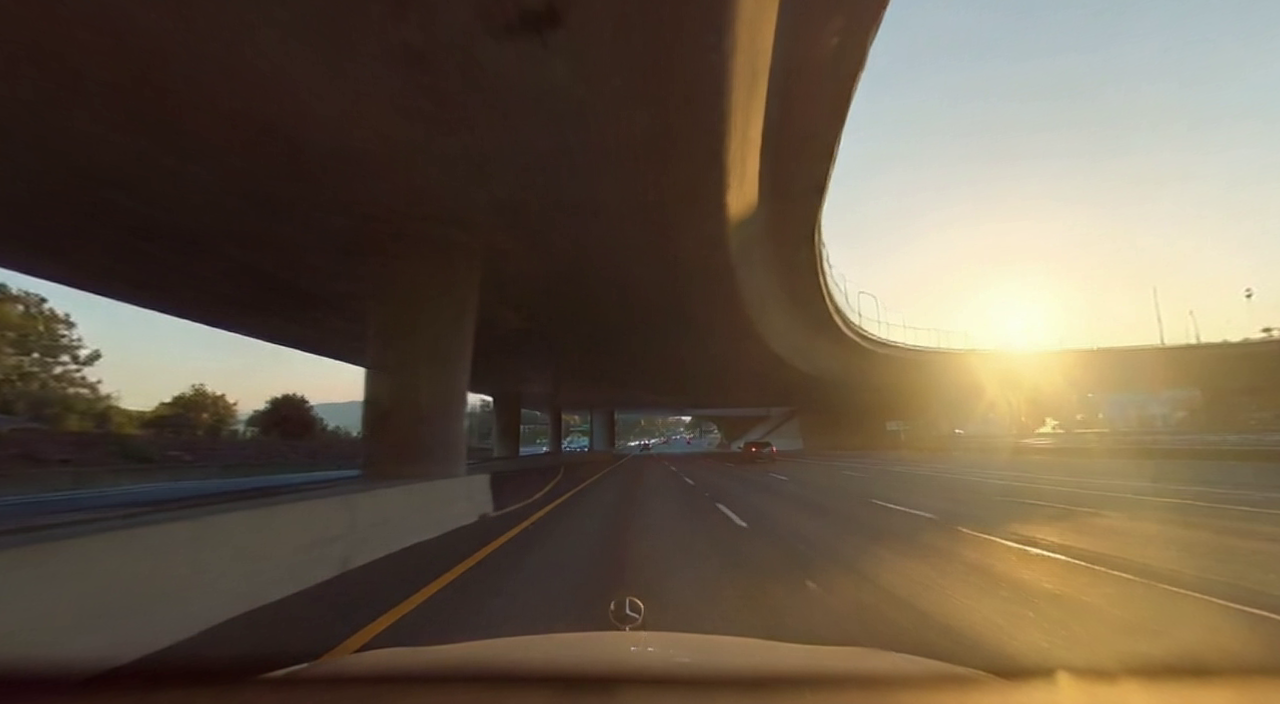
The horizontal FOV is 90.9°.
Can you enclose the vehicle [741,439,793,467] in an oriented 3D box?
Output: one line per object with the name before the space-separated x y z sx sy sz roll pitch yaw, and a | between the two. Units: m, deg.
vehicle | 7.079 5.676 35.705 2.025 1.484 4.208 0 -8 -1
